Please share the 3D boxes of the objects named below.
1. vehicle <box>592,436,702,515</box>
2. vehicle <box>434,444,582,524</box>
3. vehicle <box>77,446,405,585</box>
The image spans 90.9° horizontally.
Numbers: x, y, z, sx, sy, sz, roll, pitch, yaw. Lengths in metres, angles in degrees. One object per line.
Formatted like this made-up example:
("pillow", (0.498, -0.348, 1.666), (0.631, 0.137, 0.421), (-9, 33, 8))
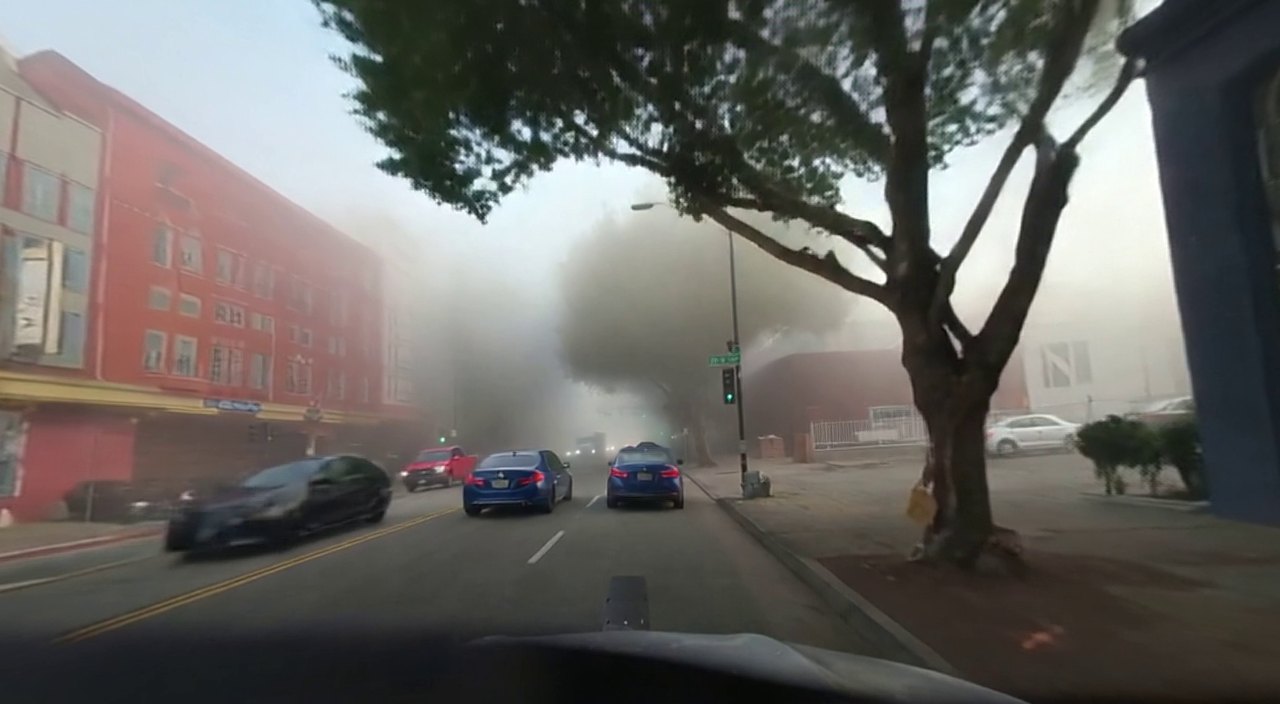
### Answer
("vehicle", (0.144, 2.629, 13.949), (2.094, 1.478, 3.922), (0, -8, 0))
("vehicle", (-2.604, 2.738, 13.819), (2.099, 1.424, 4.843), (0, -8, 1))
("vehicle", (-5.505, 2.248, 9.691), (1.918, 1.475, 4.750), (-3, -8, 1))
